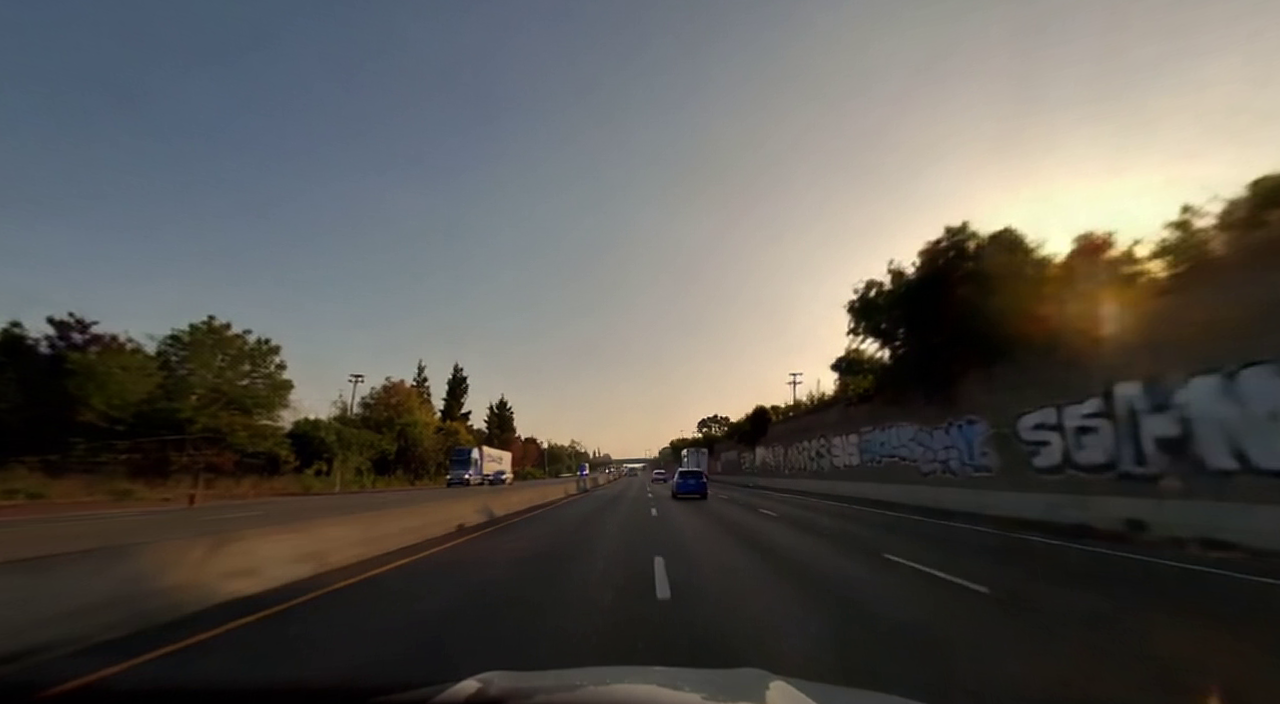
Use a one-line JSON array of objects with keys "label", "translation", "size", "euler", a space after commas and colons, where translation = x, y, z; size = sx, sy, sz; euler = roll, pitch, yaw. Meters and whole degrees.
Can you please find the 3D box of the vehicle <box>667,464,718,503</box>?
[{"label": "vehicle", "translation": [2.302, 5.865, 28.373], "size": [2.011, 1.574, 3.512], "euler": [2, -10, 1]}]
